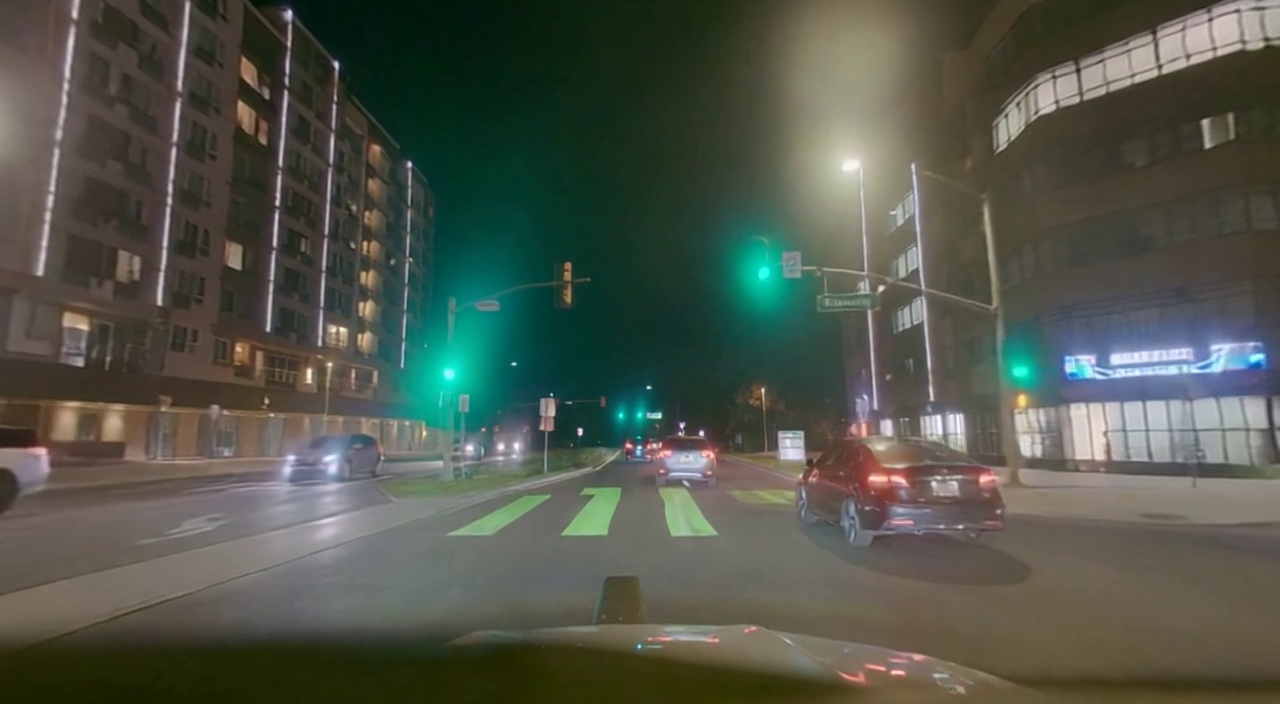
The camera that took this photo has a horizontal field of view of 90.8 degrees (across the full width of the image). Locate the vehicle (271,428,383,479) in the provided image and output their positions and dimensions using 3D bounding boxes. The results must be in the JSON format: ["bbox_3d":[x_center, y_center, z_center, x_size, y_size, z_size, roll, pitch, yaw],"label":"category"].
[{"bbox_3d":[-12.530,4.111,25.765,2.076,1.836,4.847,0,-8,0],"label":"vehicle"}]

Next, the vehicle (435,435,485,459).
[{"bbox_3d":[-12.216,6.483,43.175,1.969,1.566,4.549,0,-8,1],"label":"vehicle"}]

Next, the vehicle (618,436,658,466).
[{"bbox_3d":[-0.131,5.447,34.877,2.059,1.492,3.925,0,-8,-1],"label":"vehicle"}]

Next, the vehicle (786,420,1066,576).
[{"bbox_3d":[3.497,1.841,8.768,1.906,1.608,4.137,0,-8,0],"label":"vehicle"}]

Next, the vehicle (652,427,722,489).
[{"bbox_3d":[1.728,3.754,22.777,2.206,1.858,5.332,1,-8,5],"label":"vehicle"}]
